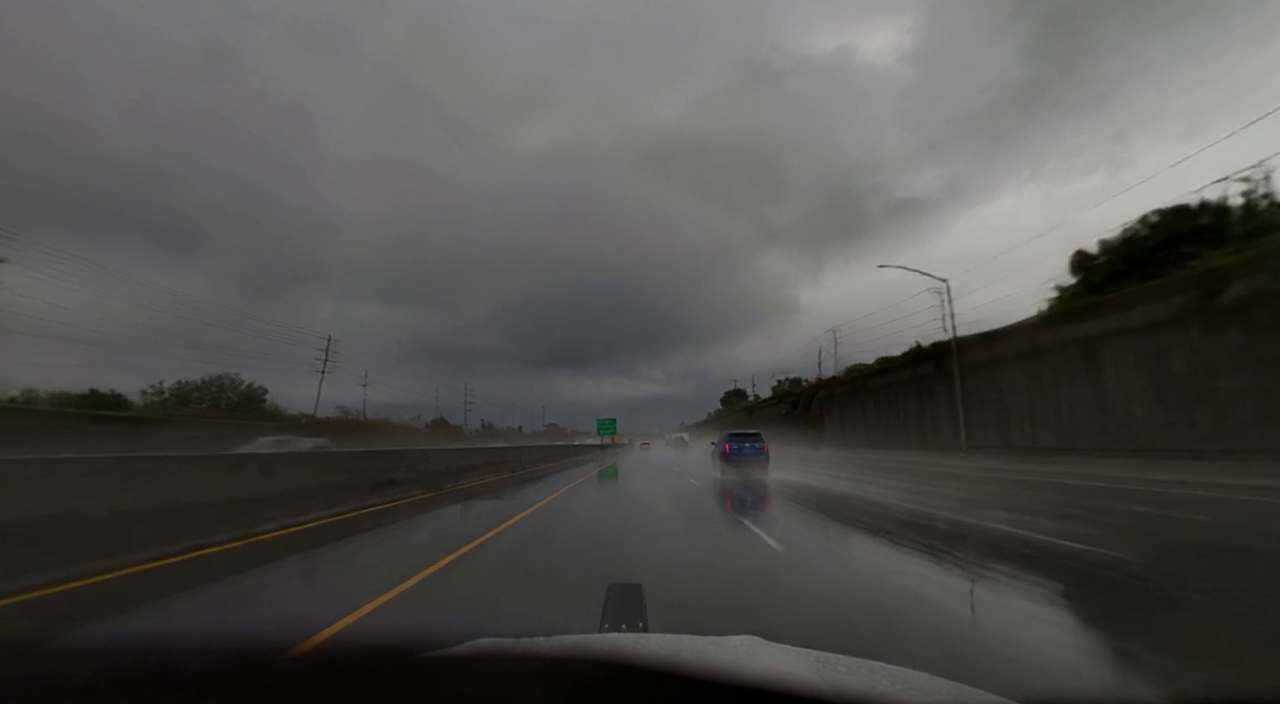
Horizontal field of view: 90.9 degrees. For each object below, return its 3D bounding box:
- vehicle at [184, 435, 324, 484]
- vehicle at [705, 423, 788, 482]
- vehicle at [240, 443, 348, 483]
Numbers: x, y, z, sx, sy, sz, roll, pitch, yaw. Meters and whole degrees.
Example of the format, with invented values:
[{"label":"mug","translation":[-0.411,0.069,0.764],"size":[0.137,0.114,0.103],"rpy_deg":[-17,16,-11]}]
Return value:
[{"label":"vehicle","translation":[-20.673,5.790,34.480],"size":[2.679,2.309,7.731],"rpy_deg":[-1,-8,1]},{"label":"vehicle","translation":[3.625,3.517,22.264],"size":[2.120,1.832,4.287],"rpy_deg":[0,-8,-1]},{"label":"vehicle","translation":[-16.942,5.416,31.308],"size":[2.324,1.768,5.382],"rpy_deg":[-1,-8,0]}]
